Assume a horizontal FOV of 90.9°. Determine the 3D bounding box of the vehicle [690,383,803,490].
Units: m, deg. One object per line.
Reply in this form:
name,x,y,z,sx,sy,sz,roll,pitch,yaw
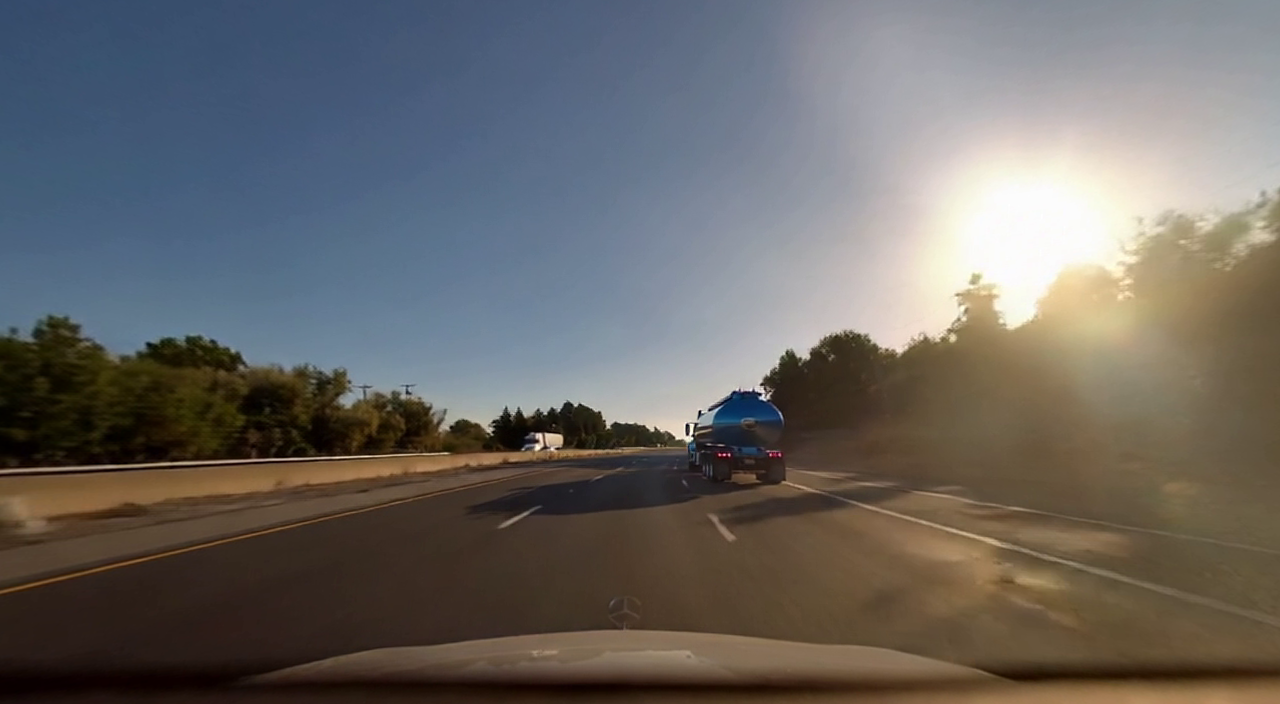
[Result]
vehicle,4.151,3.914,28.591,2.880,3.624,14.397,0,-9,1
